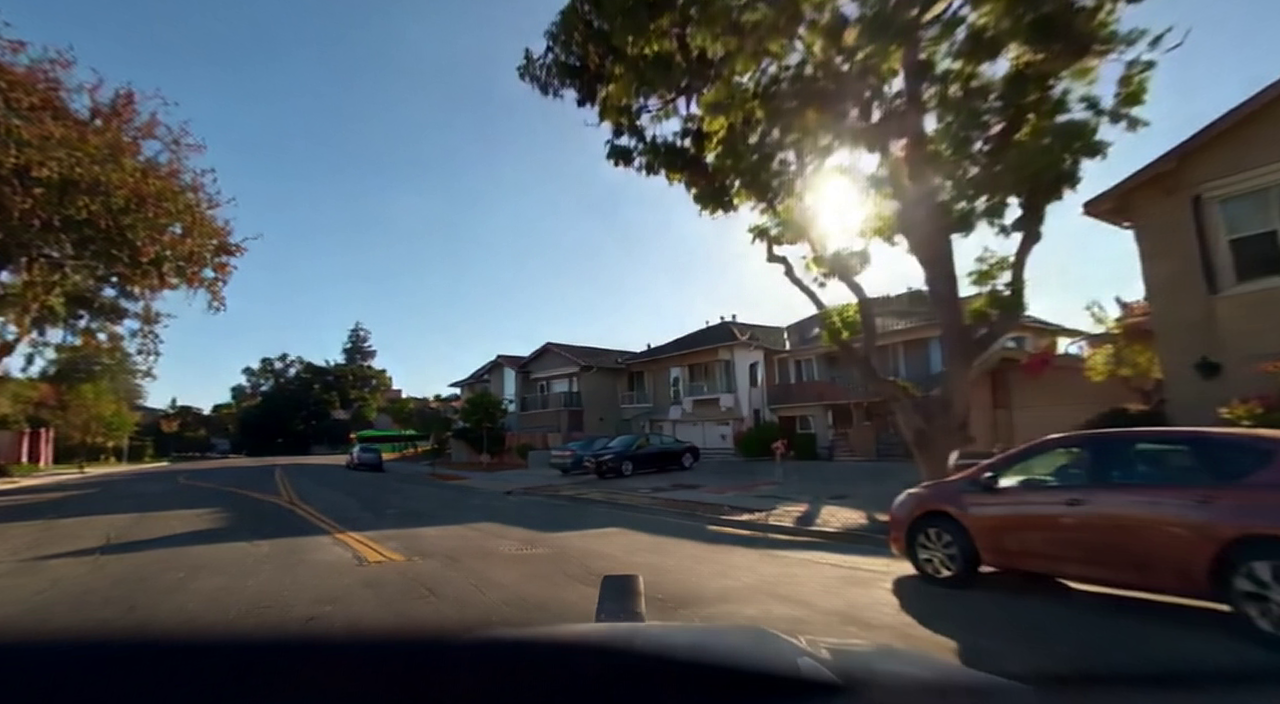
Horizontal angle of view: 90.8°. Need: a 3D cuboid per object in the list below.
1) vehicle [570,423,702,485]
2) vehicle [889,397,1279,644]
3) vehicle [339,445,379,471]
[{"bbox_3d":[-0.101,3.663,23.139,4.431,1.873,1.920,2,-8,-34],"label":"vehicle"},{"bbox_3d":[4.823,1.356,5.656,1.934,1.697,4.432,6,-10,-33],"label":"vehicle"},{"bbox_3d":[-18.563,6.972,41.655,1.984,1.601,3.994,4,-10,-28],"label":"vehicle"}]
